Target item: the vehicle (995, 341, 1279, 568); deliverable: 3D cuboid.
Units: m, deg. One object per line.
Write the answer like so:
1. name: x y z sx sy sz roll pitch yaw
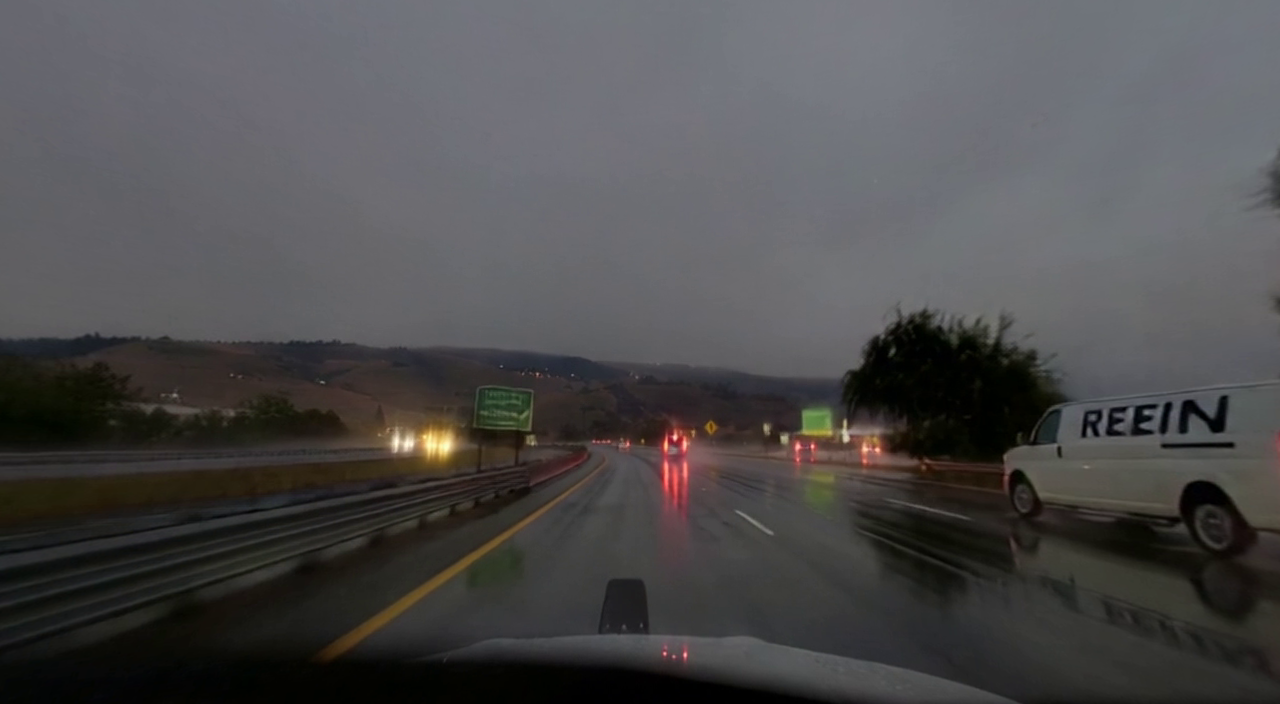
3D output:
1. vehicle: 6.988 1.192 7.496 2.275 2.059 5.543 0 -8 0
